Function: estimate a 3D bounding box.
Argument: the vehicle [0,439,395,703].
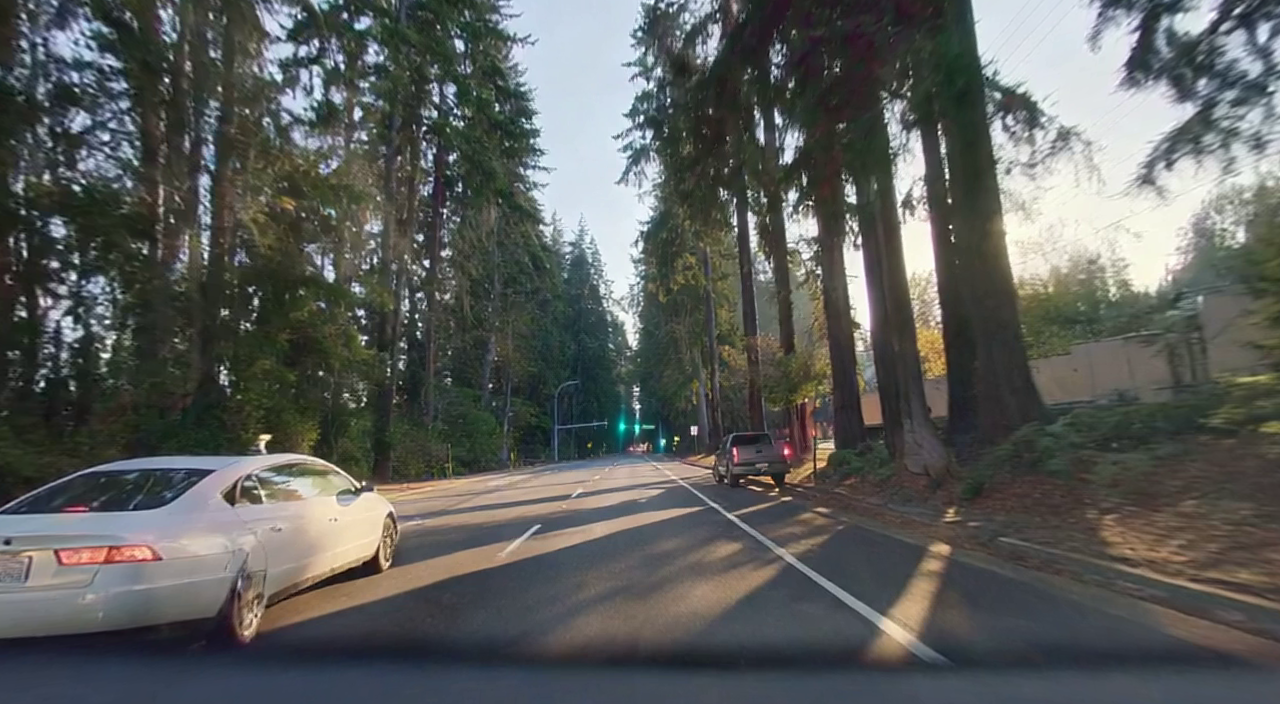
[{"bbox_3d":[-3.889,1.485,5.333,1.946,1.437,4.154,0,-8,0],"label":"vehicle"}]

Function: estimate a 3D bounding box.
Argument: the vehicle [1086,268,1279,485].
[{"bbox_3d":[13.416,0.011,9.865,2.952,3.965,13.114,-5,-10,-1],"label":"vehicle"}]

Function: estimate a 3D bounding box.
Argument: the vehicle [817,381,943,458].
[{"bbox_3d":[13.637,4.243,37.563,2.862,3.816,12.219,0,-8,1],"label":"vehicle"}]

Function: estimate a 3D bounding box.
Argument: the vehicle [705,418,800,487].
[{"bbox_3d":[4.343,4.082,25.952,2.554,2.388,6.973,0,-8,0],"label":"vehicle"}]
